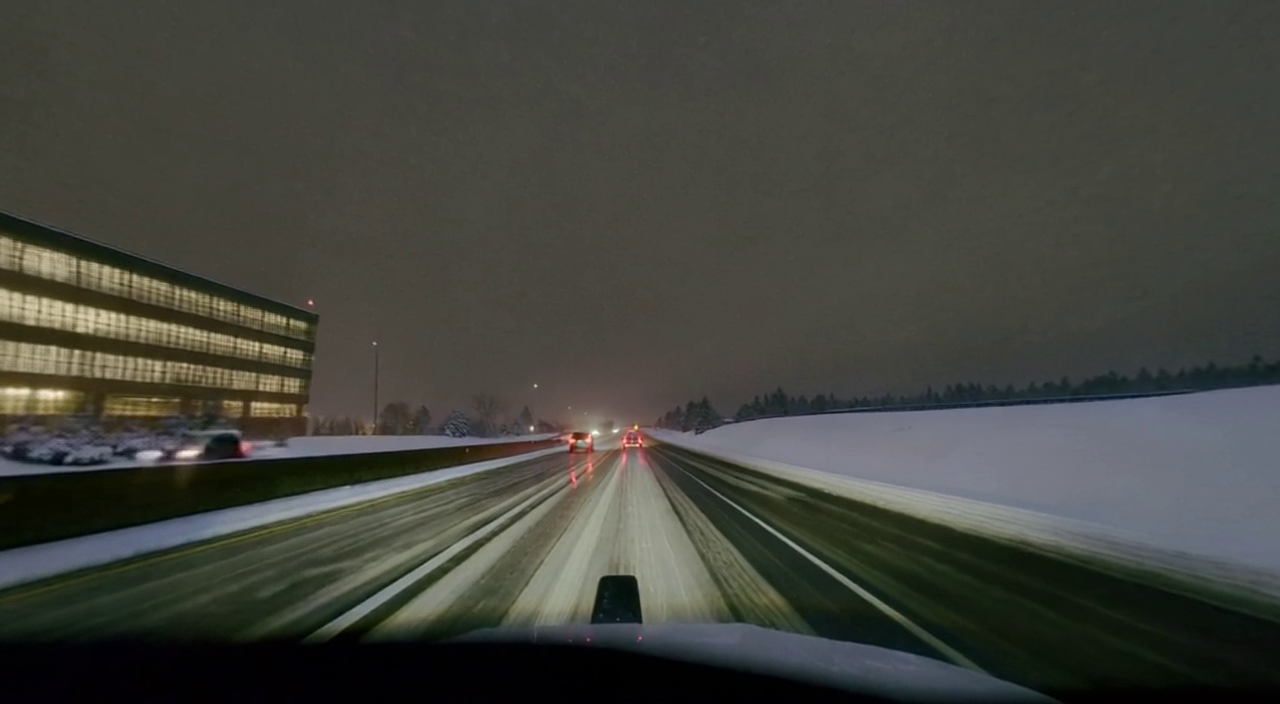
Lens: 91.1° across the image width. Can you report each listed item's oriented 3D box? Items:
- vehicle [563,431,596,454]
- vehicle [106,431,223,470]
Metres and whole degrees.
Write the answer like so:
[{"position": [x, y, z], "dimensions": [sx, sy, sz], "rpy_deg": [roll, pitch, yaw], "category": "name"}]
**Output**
[{"position": [-4.577, 6.953, 48.357], "dimensions": [2.036, 1.612, 4.510], "rpy_deg": [0, -8, 1], "category": "vehicle"}, {"position": [-20.719, 4.296, 27.644], "dimensions": [1.826, 1.549, 4.219], "rpy_deg": [0, -8, 0], "category": "vehicle"}]
